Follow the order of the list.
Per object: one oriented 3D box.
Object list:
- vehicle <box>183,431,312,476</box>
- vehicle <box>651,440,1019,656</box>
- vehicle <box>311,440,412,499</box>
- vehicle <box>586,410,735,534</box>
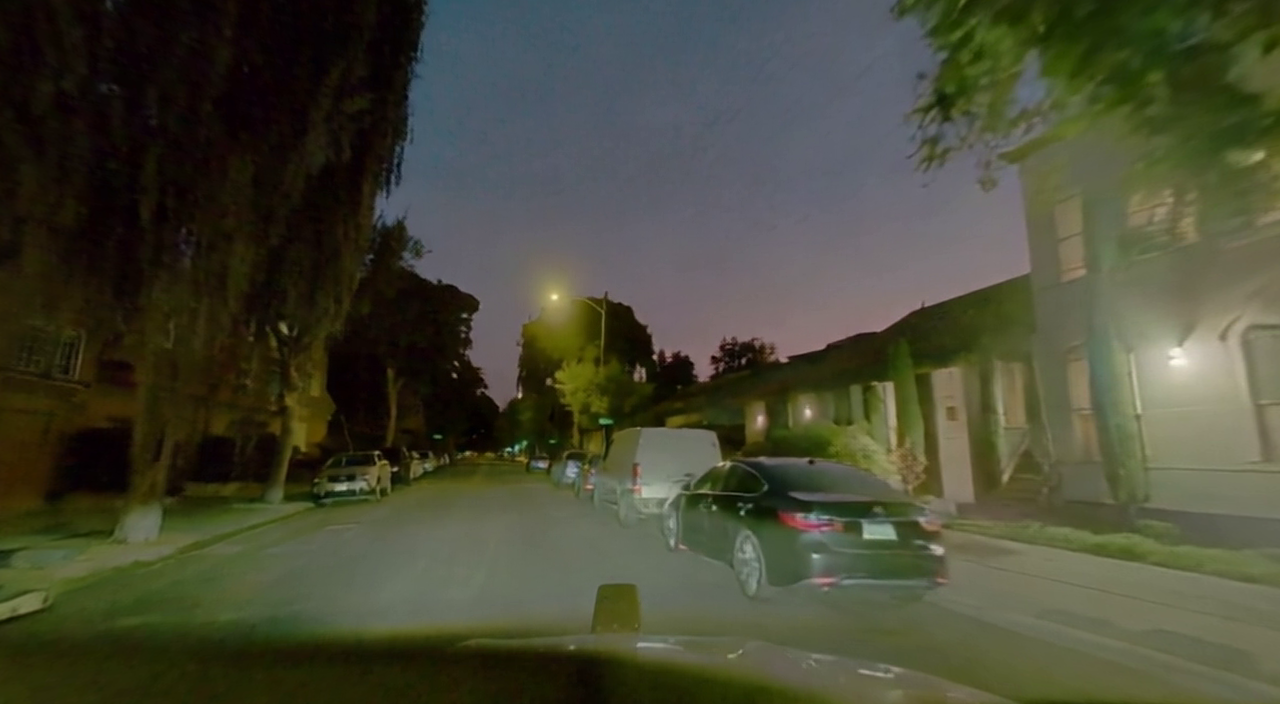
[{"bbox_3d":[-16.387,4.211,26.491,4.153,1.550,2.029,1,-2,-14],"label":"vehicle"},{"bbox_3d":[1.600,1.770,7.048,1.828,1.442,4.476,2,-7,-14],"label":"vehicle"},{"bbox_3d":[-8.415,3.531,19.482,1.908,1.493,4.806,5,-9,-13],"label":"vehicle"},{"bbox_3d":[0.181,2.390,13.630,1.993,2.129,4.893,1,-7,-13],"label":"vehicle"}]
